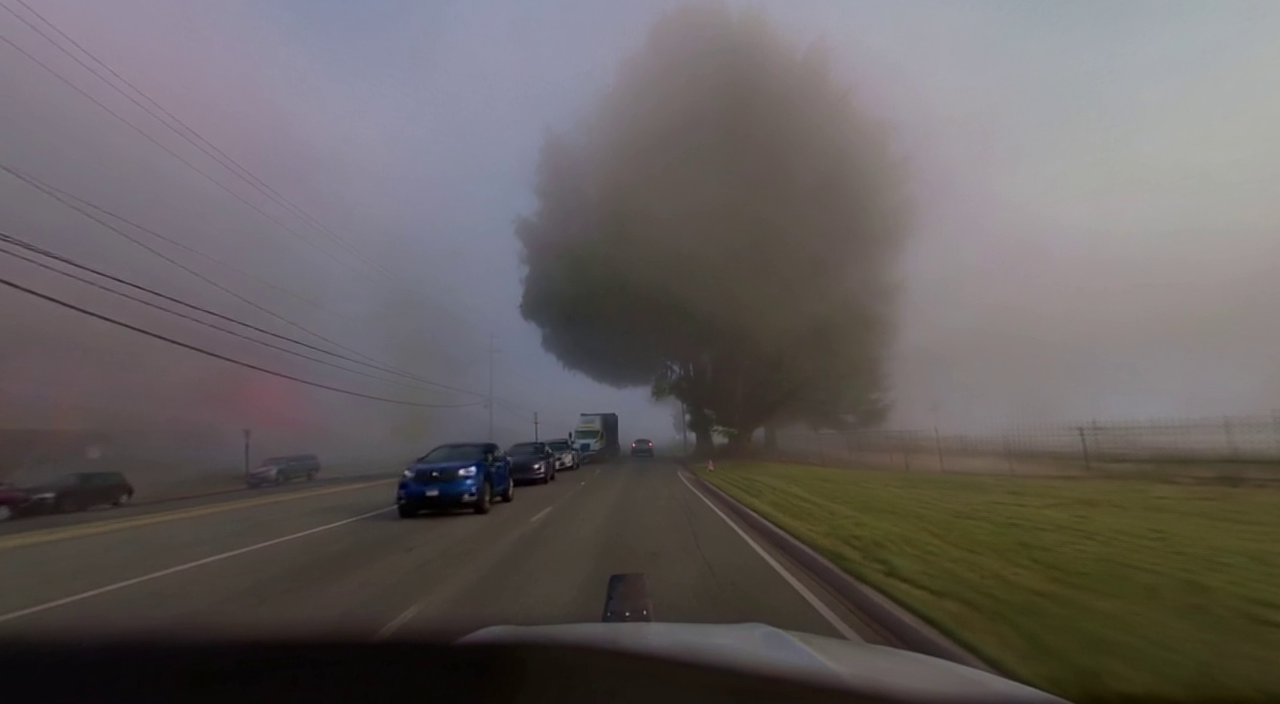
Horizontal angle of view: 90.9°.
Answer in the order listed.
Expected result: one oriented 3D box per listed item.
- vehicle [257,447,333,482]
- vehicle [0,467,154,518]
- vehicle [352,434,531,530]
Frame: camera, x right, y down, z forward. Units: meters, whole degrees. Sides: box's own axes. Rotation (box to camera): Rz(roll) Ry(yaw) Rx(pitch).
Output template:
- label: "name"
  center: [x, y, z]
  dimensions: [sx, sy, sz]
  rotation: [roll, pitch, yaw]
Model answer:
- label: "vehicle"
  center: [-22.685, 7.376, 41.714]
  dimensions: [2.241, 2.143, 5.321]
  rotation: [1, -8, -4]
- label: "vehicle"
  center: [-20.678, 5.076, 23.150]
  dimensions: [2.231, 1.478, 4.603]
  rotation: [1, -8, -5]
- label: "vehicle"
  center: [-3.456, 2.339, 11.936]
  dimensions: [1.998, 1.466, 4.124]
  rotation: [0, -8, 1]
